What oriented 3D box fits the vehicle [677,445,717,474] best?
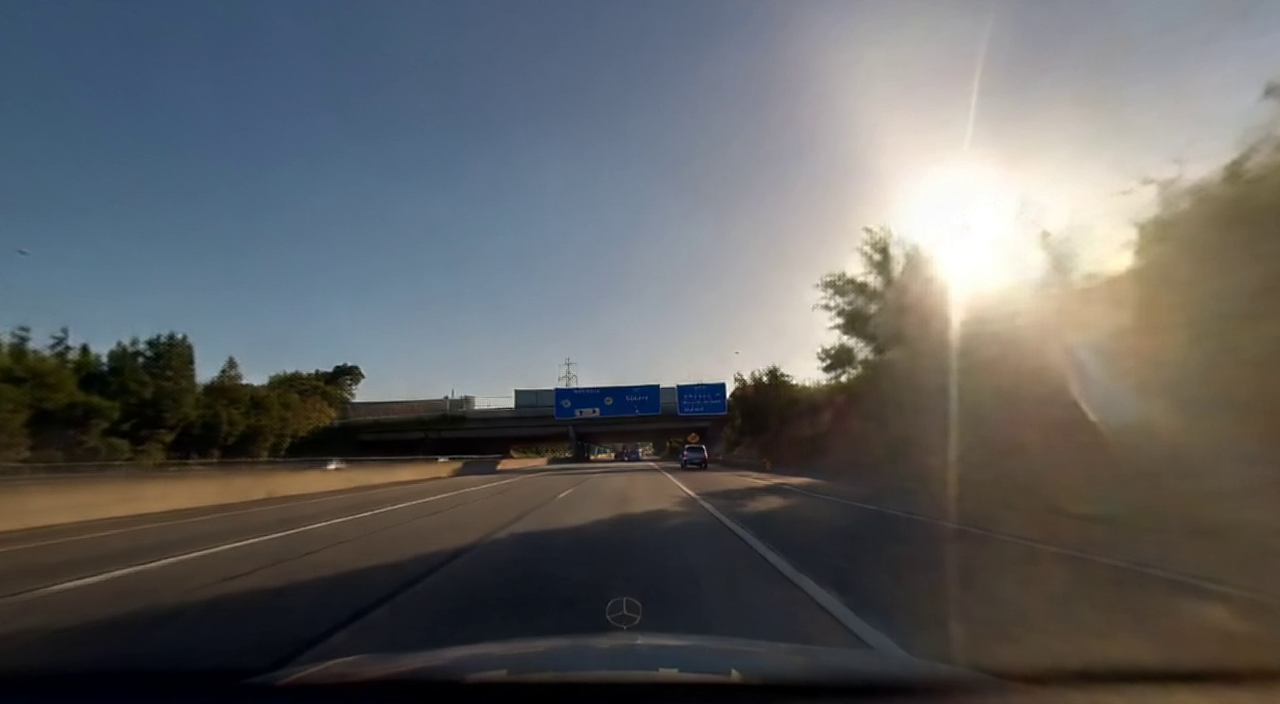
[{"bbox_3d":[3.617,6.935,41.073,2.133,1.746,4.511,0,-9,-1],"label":"vehicle"}]
